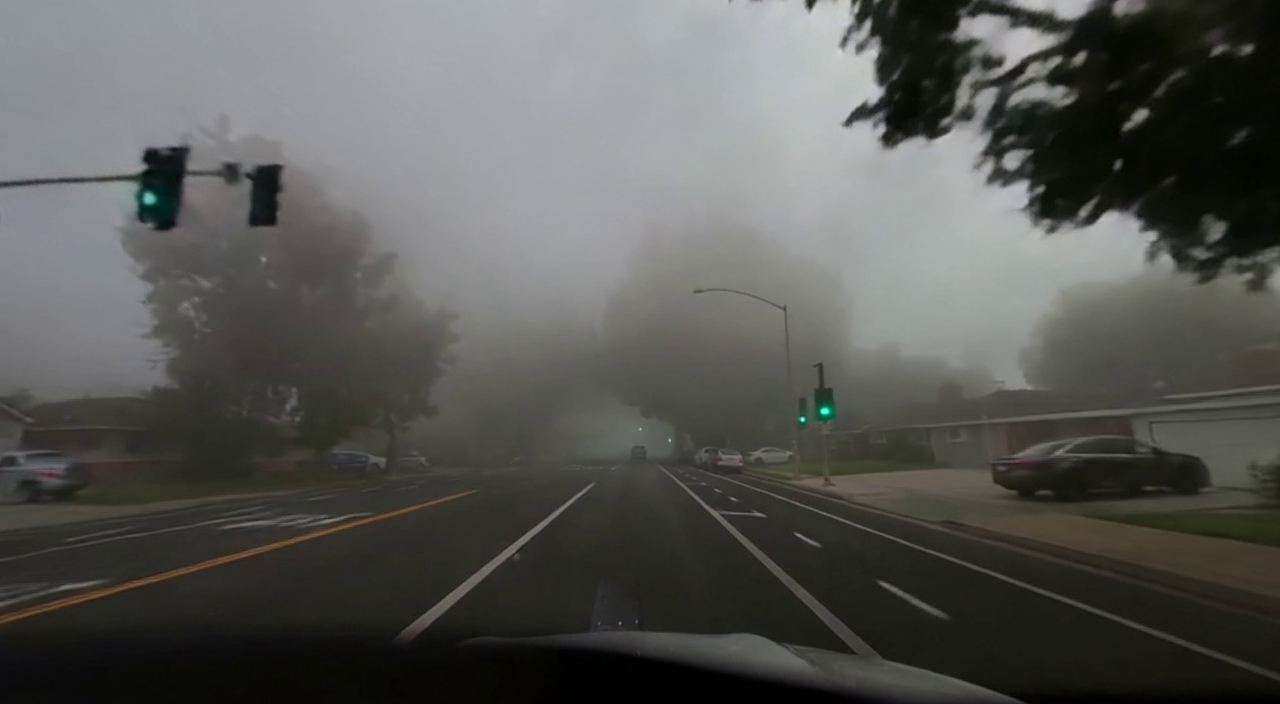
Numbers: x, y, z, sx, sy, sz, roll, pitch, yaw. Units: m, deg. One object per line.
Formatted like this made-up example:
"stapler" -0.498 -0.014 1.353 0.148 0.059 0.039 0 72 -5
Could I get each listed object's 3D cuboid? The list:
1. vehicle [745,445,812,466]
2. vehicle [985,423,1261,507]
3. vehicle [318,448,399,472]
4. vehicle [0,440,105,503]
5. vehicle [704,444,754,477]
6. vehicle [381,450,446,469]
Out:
"vehicle" 10.906 8.190 49.800 4.875 1.609 1.954 0 -9 1
"vehicle" 11.387 2.693 15.143 4.880 1.842 2.069 0 -9 -1
"vehicle" -18.285 7.030 40.955 4.355 1.482 1.794 0 -9 0
"vehicle" -18.400 3.350 17.955 4.328 1.674 1.931 1 -9 -3
"vehicle" 5.176 6.331 37.074 2.164 1.729 4.488 2 -9 -2
"vehicle" -17.725 8.423 49.380 4.349 1.457 1.997 1 -8 -2
